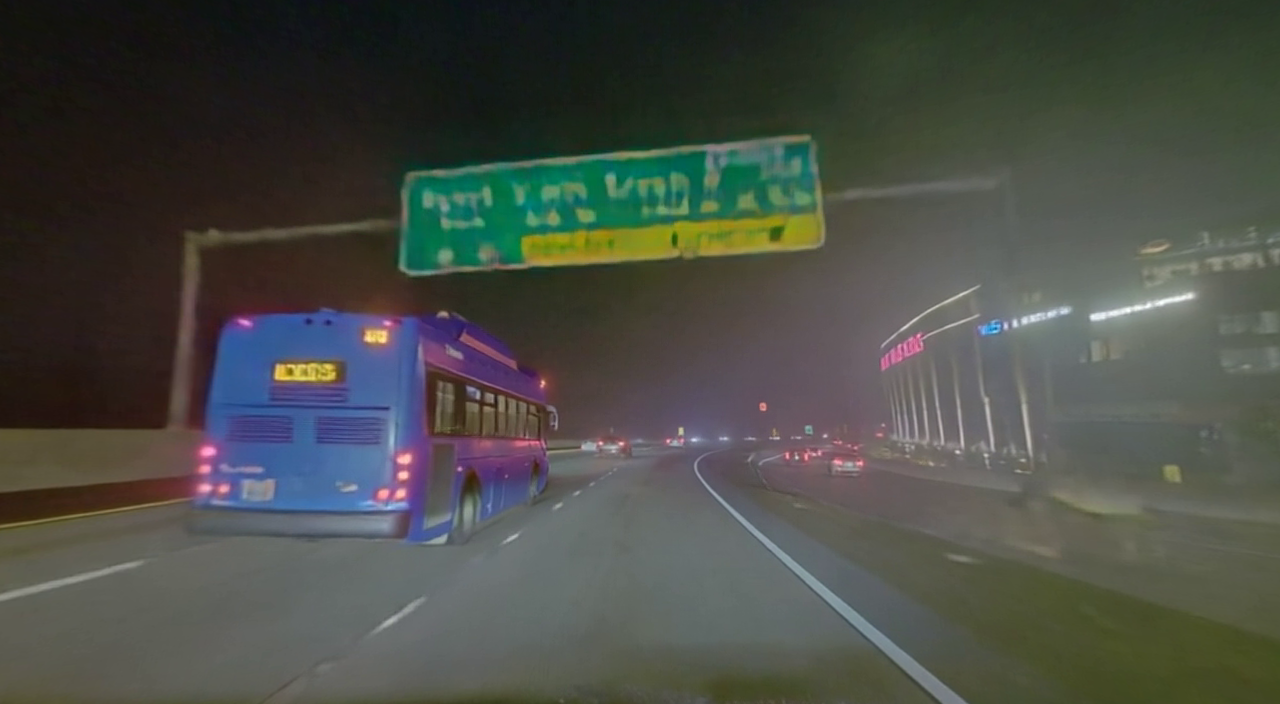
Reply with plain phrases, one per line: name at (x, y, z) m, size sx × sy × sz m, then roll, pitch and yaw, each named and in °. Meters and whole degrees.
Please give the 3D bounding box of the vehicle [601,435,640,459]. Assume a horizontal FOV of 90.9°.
vehicle at (-1.248, 6.392, 42.376) m, size 1.928 × 1.455 × 4.361 m, roll -1°, pitch -9°, yaw 7°

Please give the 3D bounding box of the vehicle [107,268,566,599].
vehicle at (-3.180, 1.298, 9.876) m, size 2.888 × 2.944 × 8.373 m, roll -1°, pitch -8°, yaw 1°
